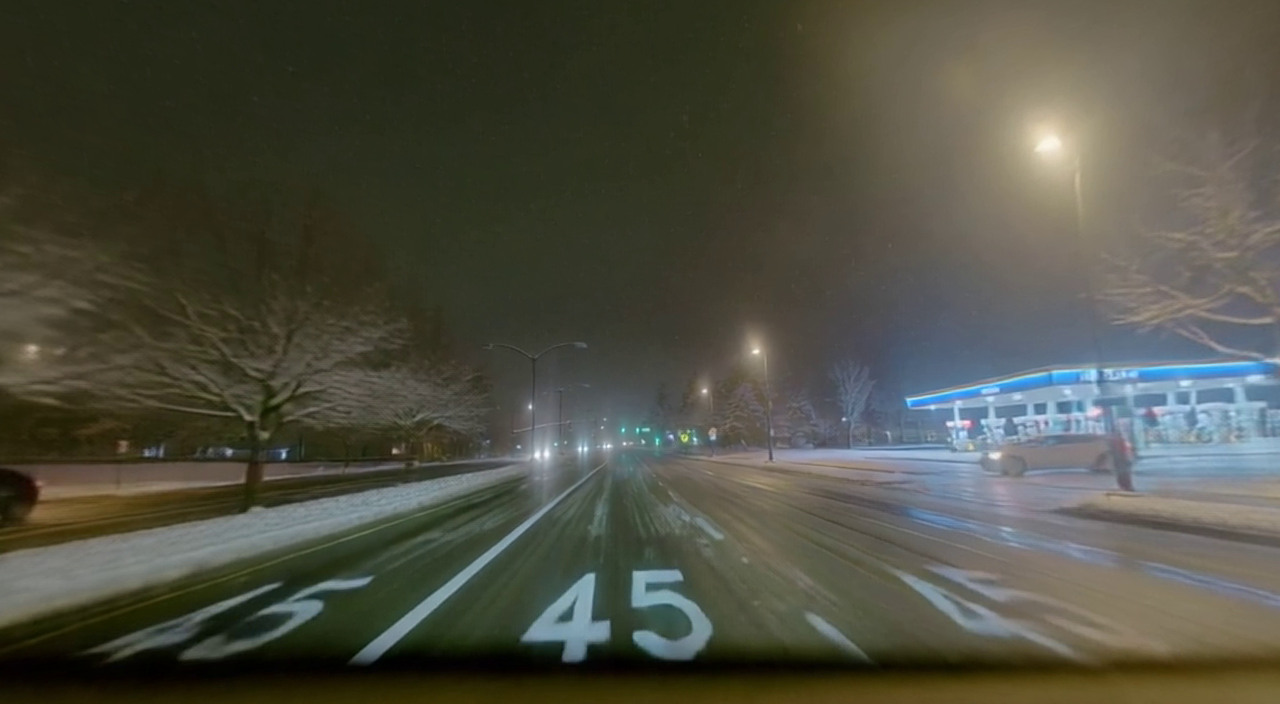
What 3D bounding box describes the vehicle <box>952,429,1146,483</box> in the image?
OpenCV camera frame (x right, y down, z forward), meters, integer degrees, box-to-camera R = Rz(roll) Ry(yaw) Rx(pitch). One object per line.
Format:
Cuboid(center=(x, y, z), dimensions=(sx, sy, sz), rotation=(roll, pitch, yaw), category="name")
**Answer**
Cuboid(center=(12.399, 3.181, 19.376), dimensions=(4.548, 1.568, 1.953), rotation=(0, -9, -2), category="vehicle")
